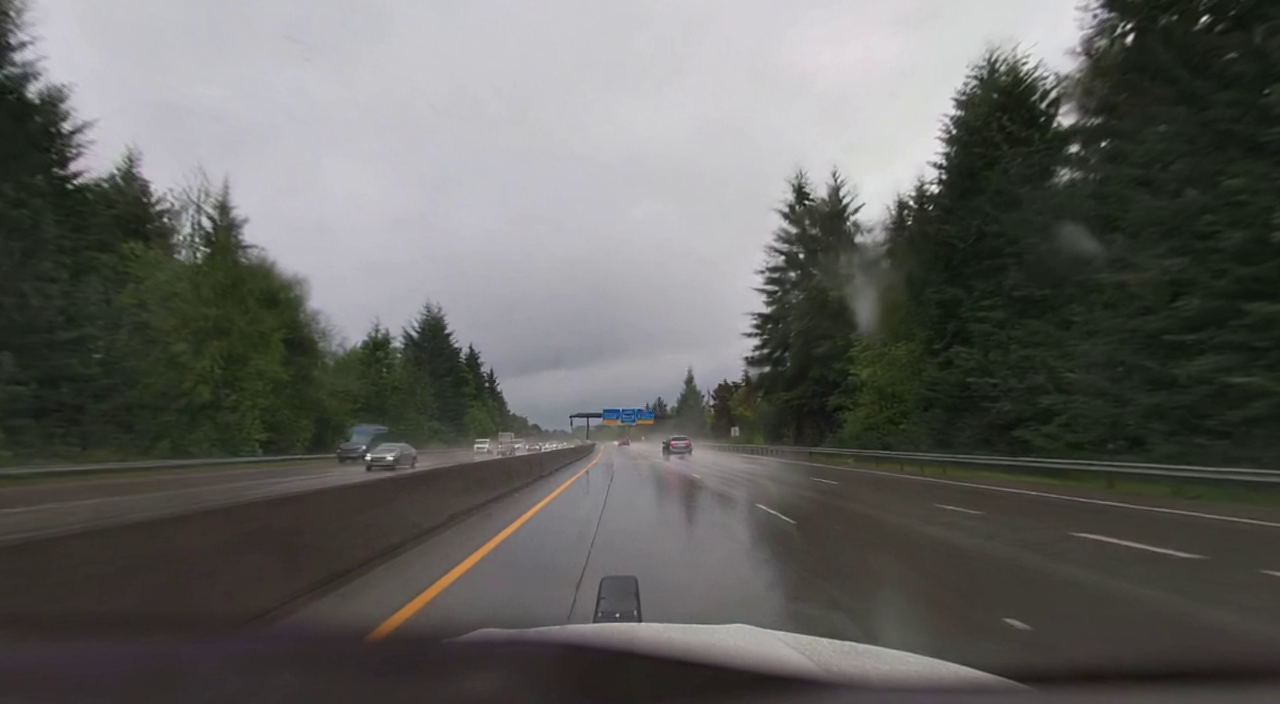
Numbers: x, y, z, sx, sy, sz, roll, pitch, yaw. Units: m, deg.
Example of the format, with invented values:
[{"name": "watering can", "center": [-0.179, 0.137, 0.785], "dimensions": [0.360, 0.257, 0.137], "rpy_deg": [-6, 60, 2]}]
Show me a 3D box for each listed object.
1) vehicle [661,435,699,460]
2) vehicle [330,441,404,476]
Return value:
[{"name": "vehicle", "center": [2.531, 6.147, 40.636], "dimensions": [1.958, 1.526, 4.227], "rpy_deg": [1, -8, -3]}, {"name": "vehicle", "center": [-13.464, 5.249, 31.344], "dimensions": [1.936, 1.579, 4.121], "rpy_deg": [0, -8, -2]}]
